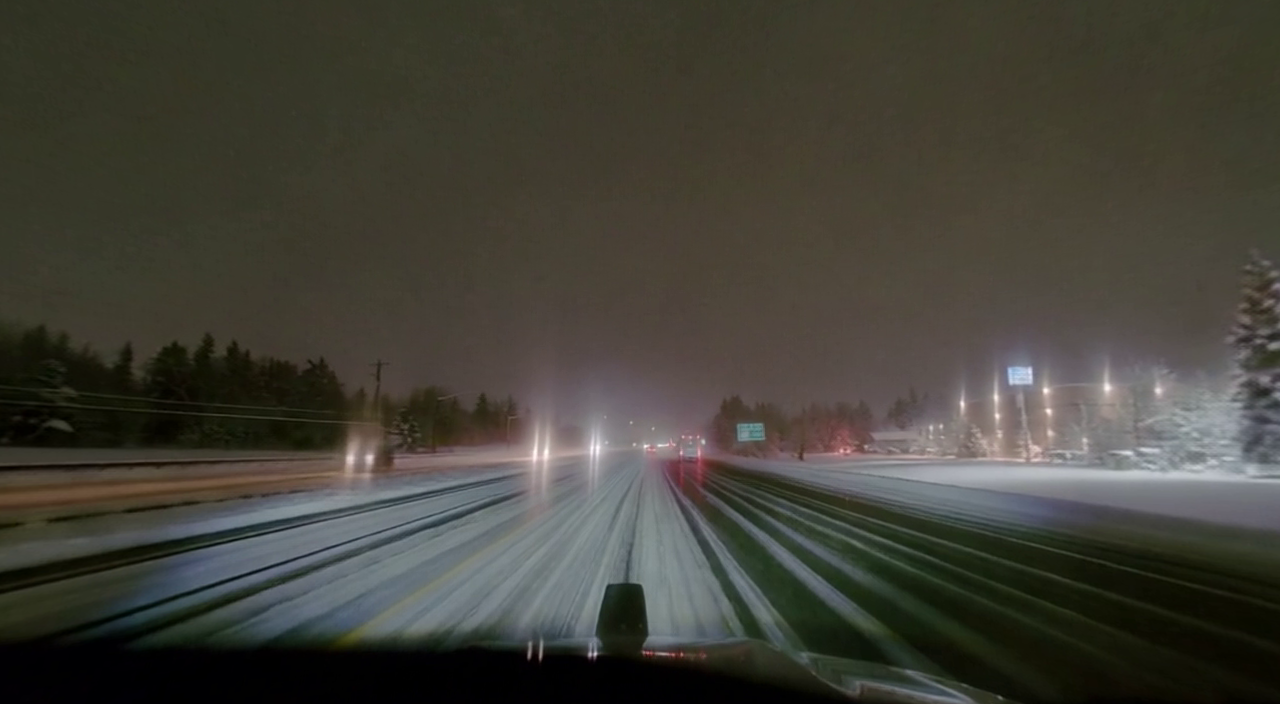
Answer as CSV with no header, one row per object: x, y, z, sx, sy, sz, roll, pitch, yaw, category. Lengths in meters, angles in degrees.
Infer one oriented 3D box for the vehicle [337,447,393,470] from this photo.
-19.316,7.506,44.524,1.827,1.469,4.489,0,-8,1,vehicle
